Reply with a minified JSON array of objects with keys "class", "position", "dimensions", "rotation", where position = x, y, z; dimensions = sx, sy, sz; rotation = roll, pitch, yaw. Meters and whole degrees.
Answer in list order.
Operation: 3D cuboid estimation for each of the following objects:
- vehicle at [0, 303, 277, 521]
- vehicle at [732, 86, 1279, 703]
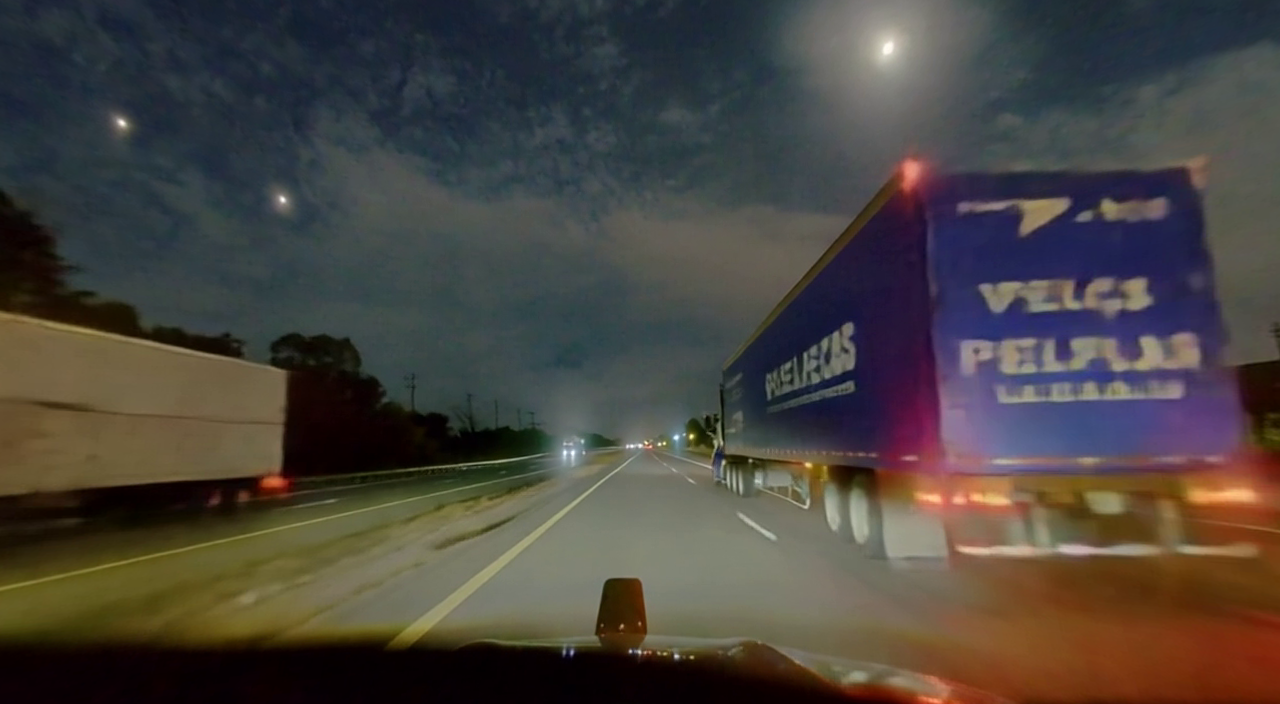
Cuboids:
[{"class":"vehicle","position":[-13.129,1.474,13.832],"dimensions":[3.302,3.833,12.408],"rotation":[0,-9,-2]},{"class":"vehicle","position":[4.044,1.098,10.364],"dimensions":[3.341,4.269,12.252],"rotation":[0,-9,1]}]
